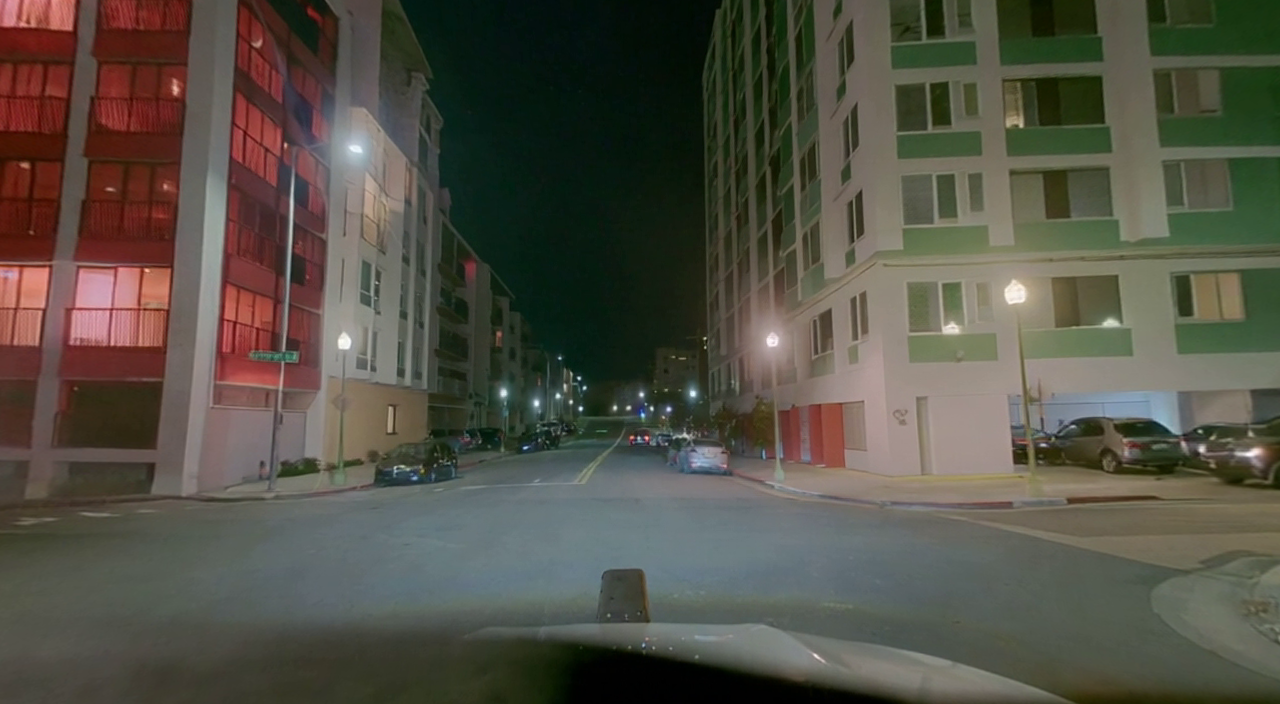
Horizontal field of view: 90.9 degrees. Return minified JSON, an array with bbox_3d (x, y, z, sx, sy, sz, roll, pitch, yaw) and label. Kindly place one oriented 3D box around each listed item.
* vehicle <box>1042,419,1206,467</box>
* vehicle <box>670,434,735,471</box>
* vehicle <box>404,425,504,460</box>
[{"bbox_3d":[15.344,2.919,20.146,3.752,1.453,1.709,0,-9,2],"label":"vehicle"},{"bbox_3d":[2.558,4.313,27.171,2.290,1.456,4.503,0,-8,-1],"label":"vehicle"},{"bbox_3d":[-11.448,5.590,38.874,5.540,1.950,2.113,4,-12,-28],"label":"vehicle"}]
